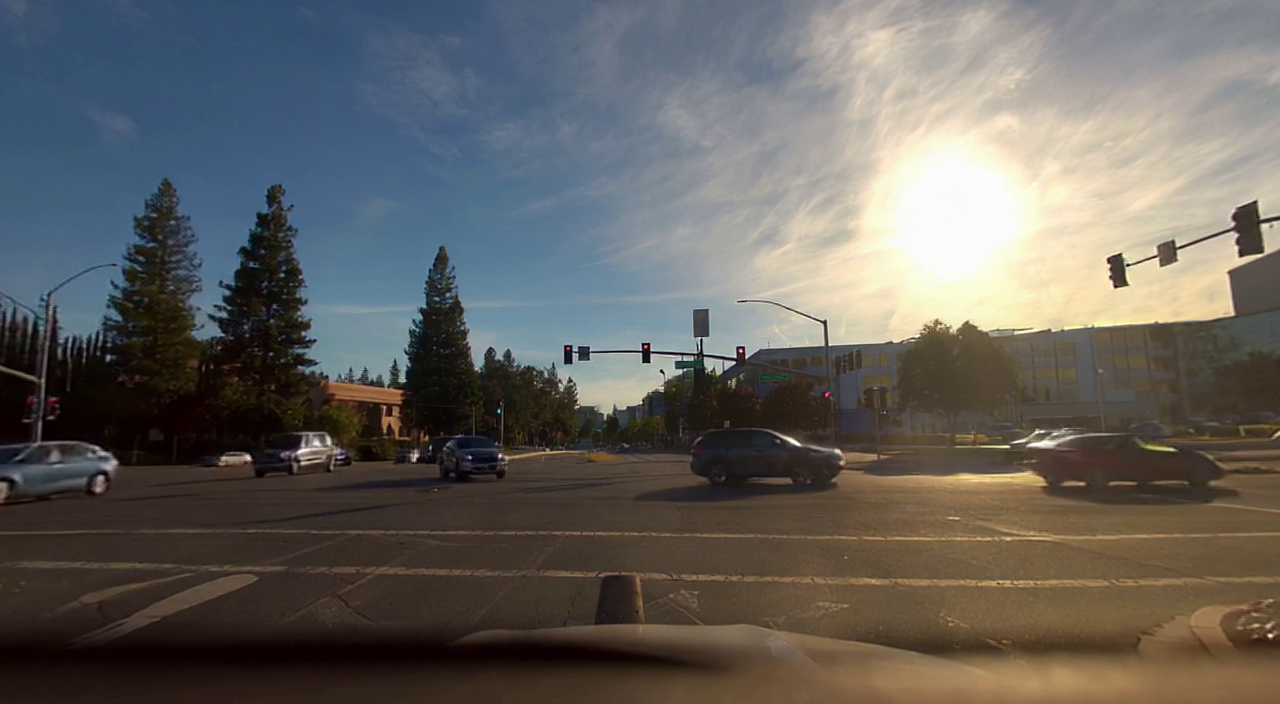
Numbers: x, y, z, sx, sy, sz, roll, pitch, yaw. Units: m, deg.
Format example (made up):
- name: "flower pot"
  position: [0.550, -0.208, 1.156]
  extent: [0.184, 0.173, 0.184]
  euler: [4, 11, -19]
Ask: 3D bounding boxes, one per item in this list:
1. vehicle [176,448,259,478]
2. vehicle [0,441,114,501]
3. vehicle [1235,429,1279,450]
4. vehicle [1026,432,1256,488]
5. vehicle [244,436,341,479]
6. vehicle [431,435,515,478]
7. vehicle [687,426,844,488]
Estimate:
- name: "vehicle"
  position: [-26.923, 7.032, 40.467]
  extent: [2.007, 1.783, 4.694]
  euler: [0, -9, 0]
- name: "vehicle"
  position: [-19.612, 3.709, 19.999]
  extent: [2.088, 1.743, 4.417]
  euler: [0, -9, -1]
- name: "vehicle"
  position: [45.689, 6.277, 45.252]
  extent: [1.786, 1.412, 4.330]
  euler: [0, -9, 0]
- name: "vehicle"
  position: [13.832, 3.009, 17.735]
  extent: [4.532, 1.467, 2.135]
  euler: [-1, -9, 4]
- name: "vehicle"
  position: [-16.382, 4.971, 30.106]
  extent: [1.977, 1.878, 4.575]
  euler: [0, -9, 0]
- name: "vehicle"
  position: [-7.278, 4.457, 27.277]
  extent: [1.982, 1.678, 4.180]
  euler: [6, -11, -37]
- name: "vehicle"
  position: [4.182, 3.489, 21.233]
  extent: [4.767, 1.877, 2.017]
  euler: [-4, -10, 26]
